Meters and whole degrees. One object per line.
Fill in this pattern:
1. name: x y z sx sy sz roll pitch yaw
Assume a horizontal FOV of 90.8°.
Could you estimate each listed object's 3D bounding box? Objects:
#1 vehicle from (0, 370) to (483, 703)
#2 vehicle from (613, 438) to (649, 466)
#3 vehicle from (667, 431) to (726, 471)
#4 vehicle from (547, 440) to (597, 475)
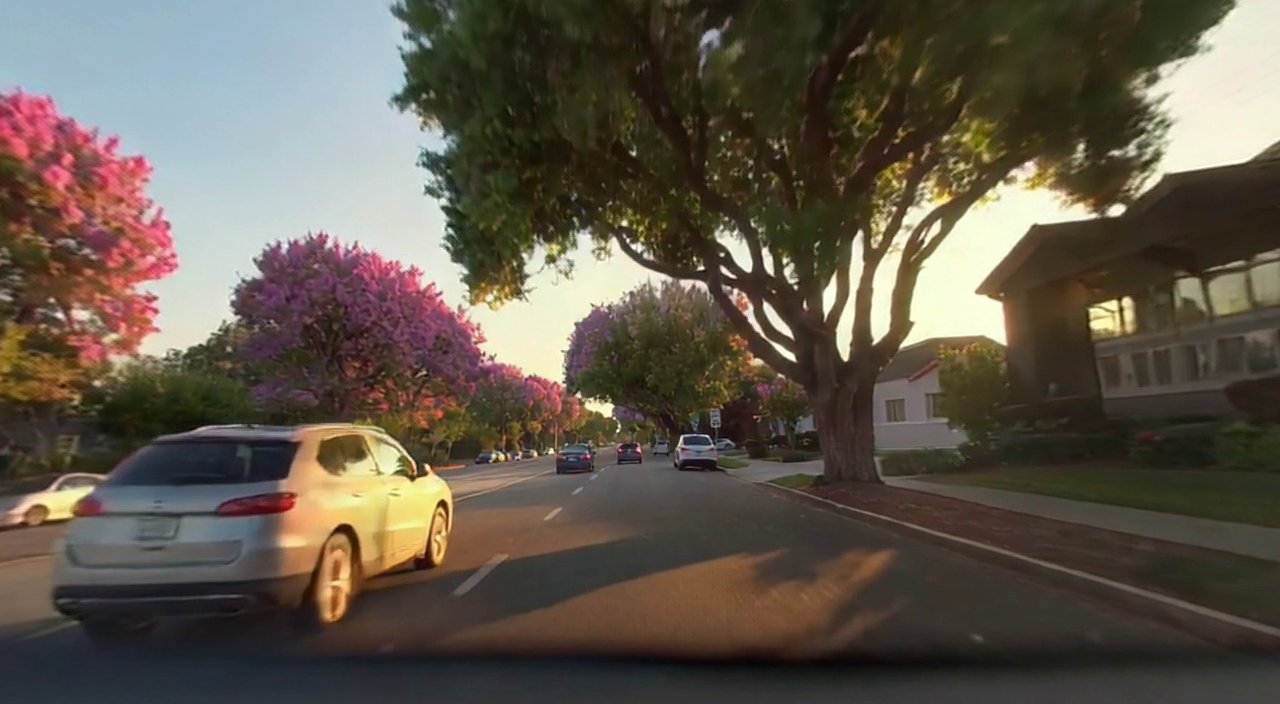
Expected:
1. vehicle: -3.245 1.347 5.916 2.257 1.751 5.028 0 -9 0
2. vehicle: -0.615 6.913 43.680 2.376 1.801 4.317 0 -9 -1
3. vehicle: 3.013 5.478 35.039 2.653 2.058 5.096 0 -9 -1
4. vehicle: -3.398 5.411 32.523 2.167 1.634 4.220 0 -9 -1
